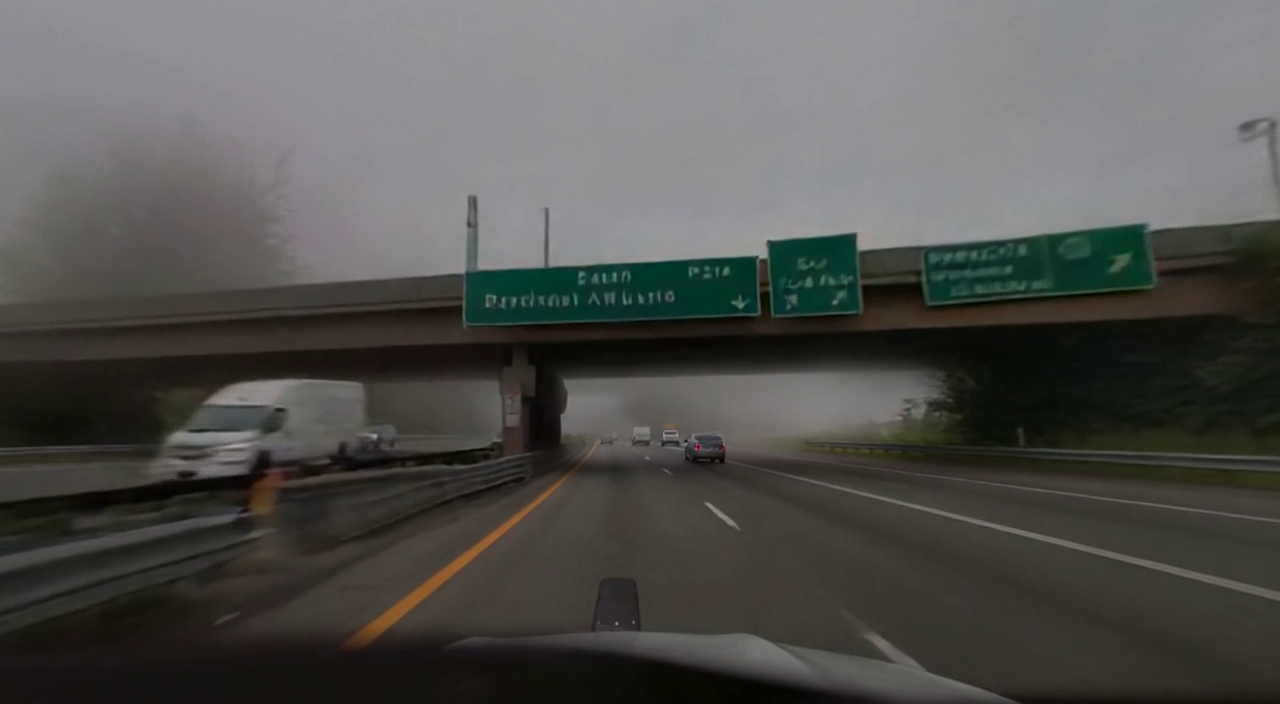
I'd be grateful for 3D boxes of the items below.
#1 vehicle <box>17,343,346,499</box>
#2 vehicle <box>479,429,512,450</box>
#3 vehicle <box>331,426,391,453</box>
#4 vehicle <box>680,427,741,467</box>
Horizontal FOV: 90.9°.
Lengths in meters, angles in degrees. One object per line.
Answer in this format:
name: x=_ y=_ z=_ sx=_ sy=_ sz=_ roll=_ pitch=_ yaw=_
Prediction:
vehicle: x=-9.365 y=1.611 z=14.204 sx=2.262 sy=2.615 sz=7.071 roll=0 pitch=-8 yaw=-2
vehicle: x=-10.819 y=6.563 z=47.324 sx=1.729 sy=1.450 sz=3.703 roll=0 pitch=-8 yaw=-3
vehicle: x=-18.020 y=5.665 z=40.974 sx=2.132 sy=1.676 sz=4.466 roll=0 pitch=-8 yaw=-4
vehicle: x=2.937 y=4.037 z=27.075 sx=1.938 sy=1.578 sz=3.764 roll=0 pitch=-8 yaw=-3
